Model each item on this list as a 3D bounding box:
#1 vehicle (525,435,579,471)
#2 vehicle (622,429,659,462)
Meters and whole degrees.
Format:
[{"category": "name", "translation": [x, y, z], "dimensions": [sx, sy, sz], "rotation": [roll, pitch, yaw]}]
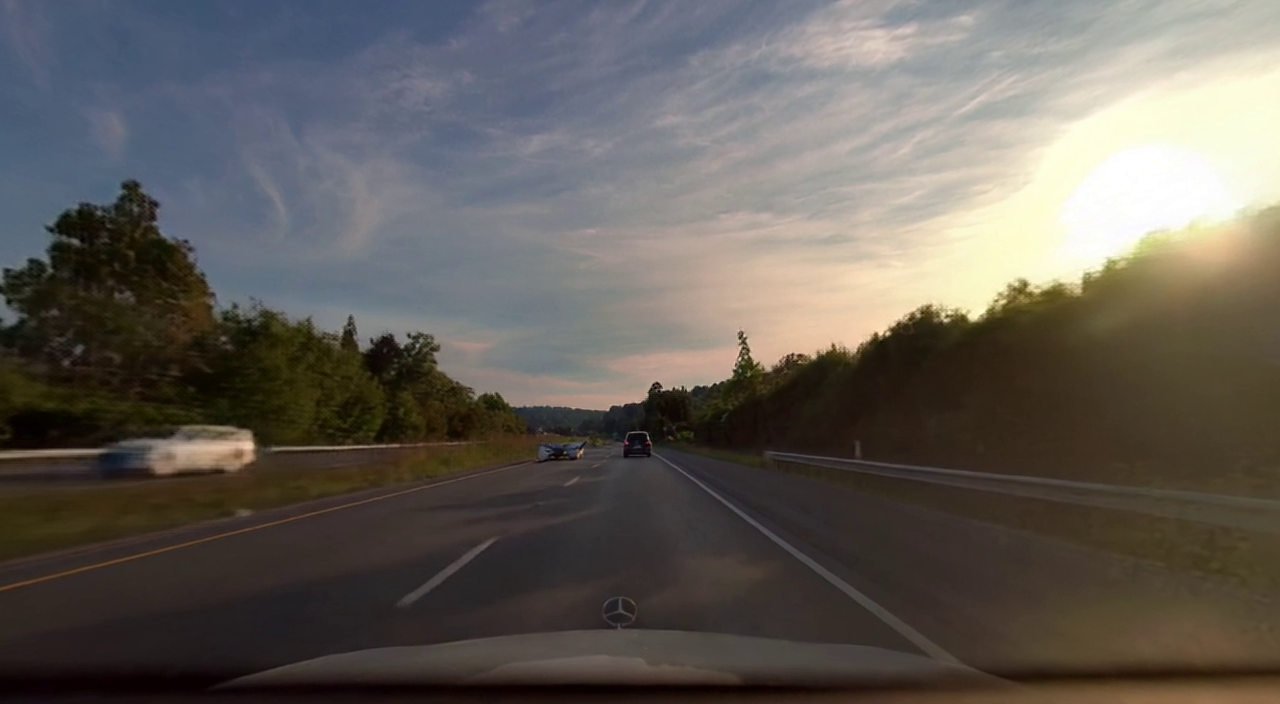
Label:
[{"category": "vehicle", "translation": [-4.175, 4.832, 30.376], "dimensions": [2.062, 1.567, 4.117], "rotation": [0, -8, -1]}, {"category": "vehicle", "translation": [-0.056, 6.011, 40.654], "dimensions": [2.223, 1.957, 4.416], "rotation": [0, -8, -2]}]
